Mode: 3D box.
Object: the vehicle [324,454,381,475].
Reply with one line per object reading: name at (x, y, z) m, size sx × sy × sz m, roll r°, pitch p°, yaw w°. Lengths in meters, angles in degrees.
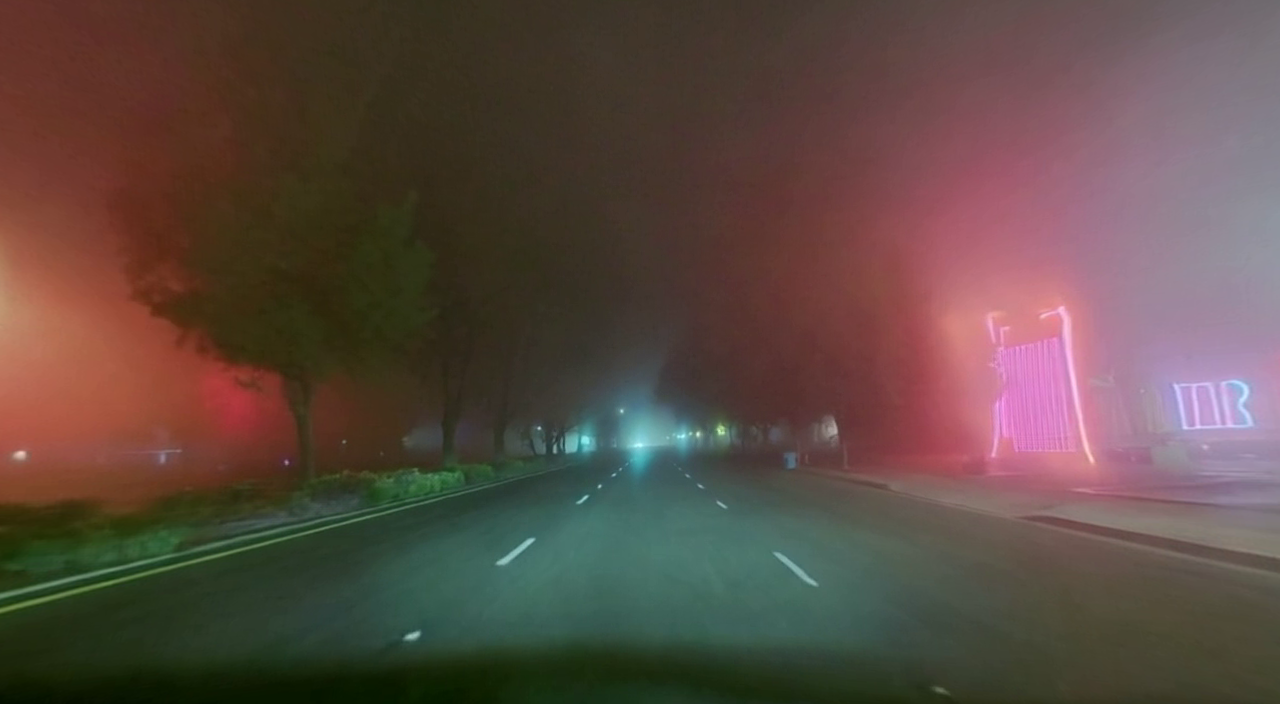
vehicle at (-22.099, 8.646, 48.653) m, size 2.135 × 1.467 × 4.653 m, roll -1°, pitch -8°, yaw 2°
